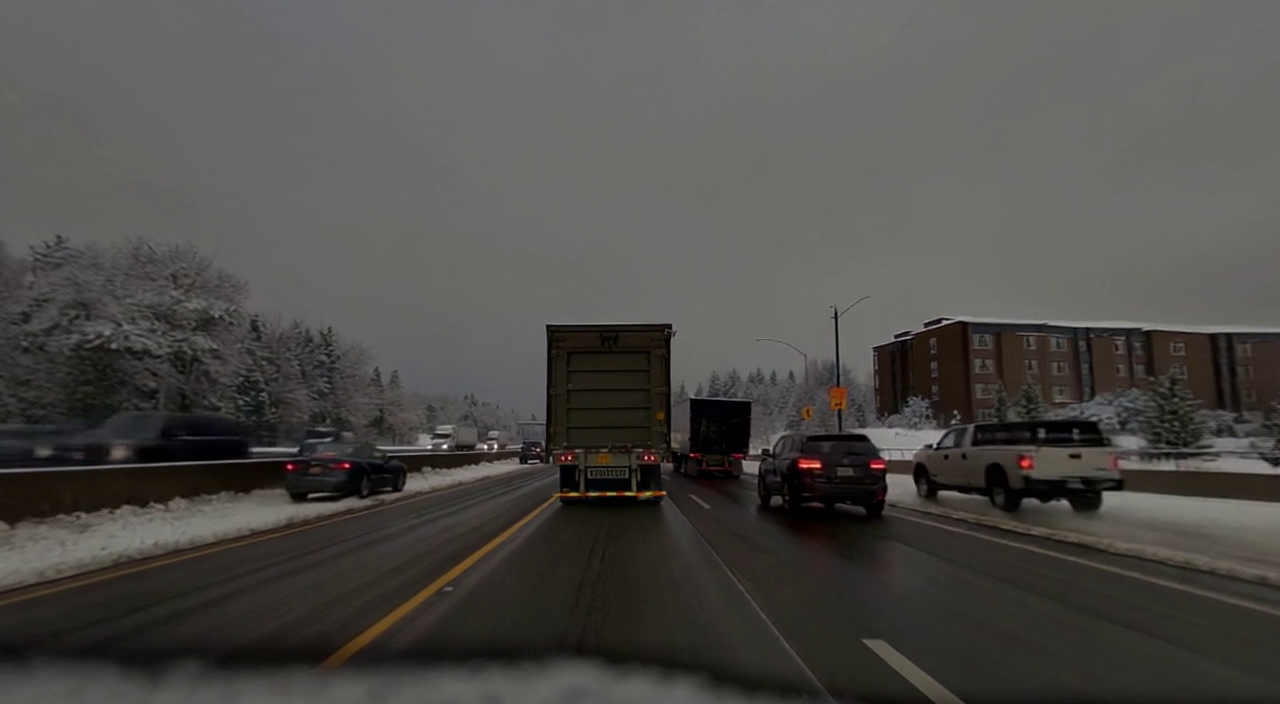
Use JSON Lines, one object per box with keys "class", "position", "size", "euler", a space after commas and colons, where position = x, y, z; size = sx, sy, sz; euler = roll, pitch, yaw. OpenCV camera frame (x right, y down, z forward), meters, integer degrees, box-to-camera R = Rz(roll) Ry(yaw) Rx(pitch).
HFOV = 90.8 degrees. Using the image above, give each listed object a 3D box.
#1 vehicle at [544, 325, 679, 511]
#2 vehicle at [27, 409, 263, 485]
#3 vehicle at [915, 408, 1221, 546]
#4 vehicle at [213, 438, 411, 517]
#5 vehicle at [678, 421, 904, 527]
{"class": "vehicle", "position": [-0.650, 2.215, 19.197], "size": [2.906, 4.040, 10.743], "euler": [0, -9, 0]}
{"class": "vehicle", "position": [-12.918, 2.580, 17.139], "size": [2.050, 1.703, 5.398], "euler": [0, -9, 0]}
{"class": "vehicle", "position": [6.977, 2.086, 11.142], "size": [2.070, 1.888, 4.546], "euler": [0, -9, -2]}
{"class": "vehicle", "position": [-7.101, 2.751, 14.423], "size": [1.973, 1.471, 4.779], "euler": [0, -9, 0]}
{"class": "vehicle", "position": [3.246, 3.391, 19.127], "size": [2.869, 1.940, 14.755], "euler": [0, -9, -2]}
